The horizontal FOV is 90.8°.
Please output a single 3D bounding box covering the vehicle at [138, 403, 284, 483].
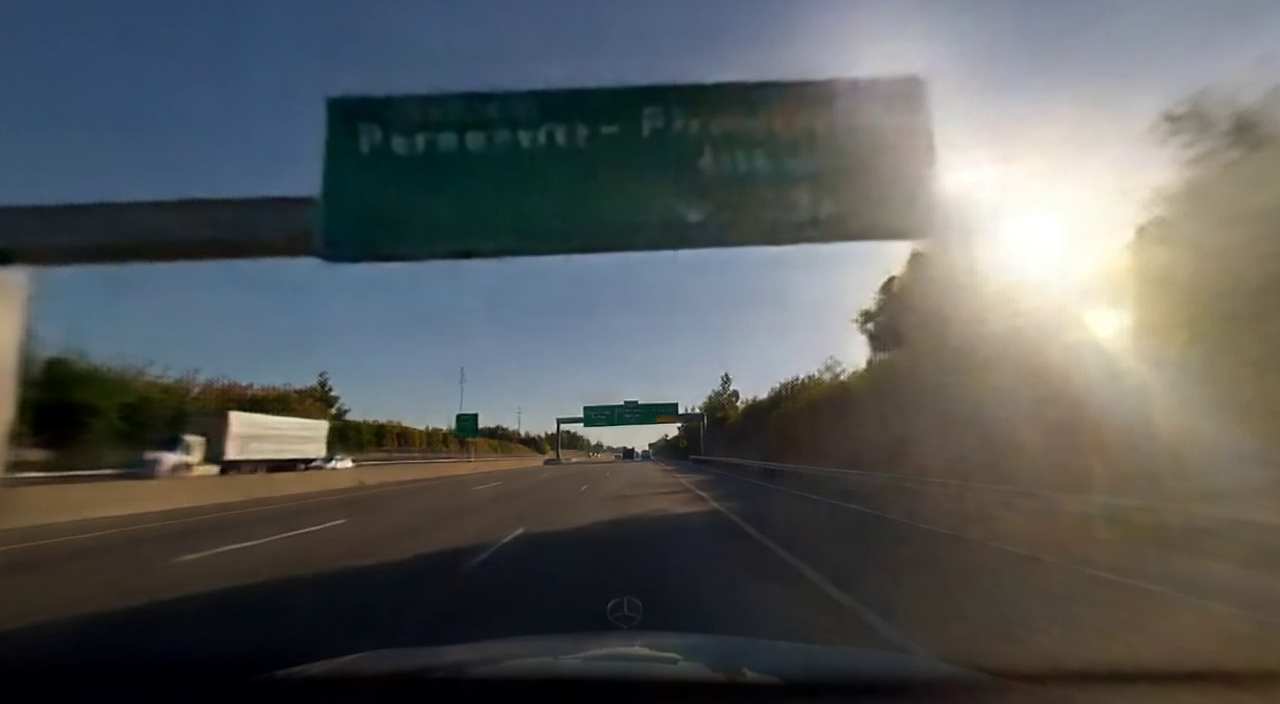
[{"bbox_3d":[-22.900,4.956,34.225,3.231,3.906,6.300,0,-9,1],"label":"vehicle"}]
